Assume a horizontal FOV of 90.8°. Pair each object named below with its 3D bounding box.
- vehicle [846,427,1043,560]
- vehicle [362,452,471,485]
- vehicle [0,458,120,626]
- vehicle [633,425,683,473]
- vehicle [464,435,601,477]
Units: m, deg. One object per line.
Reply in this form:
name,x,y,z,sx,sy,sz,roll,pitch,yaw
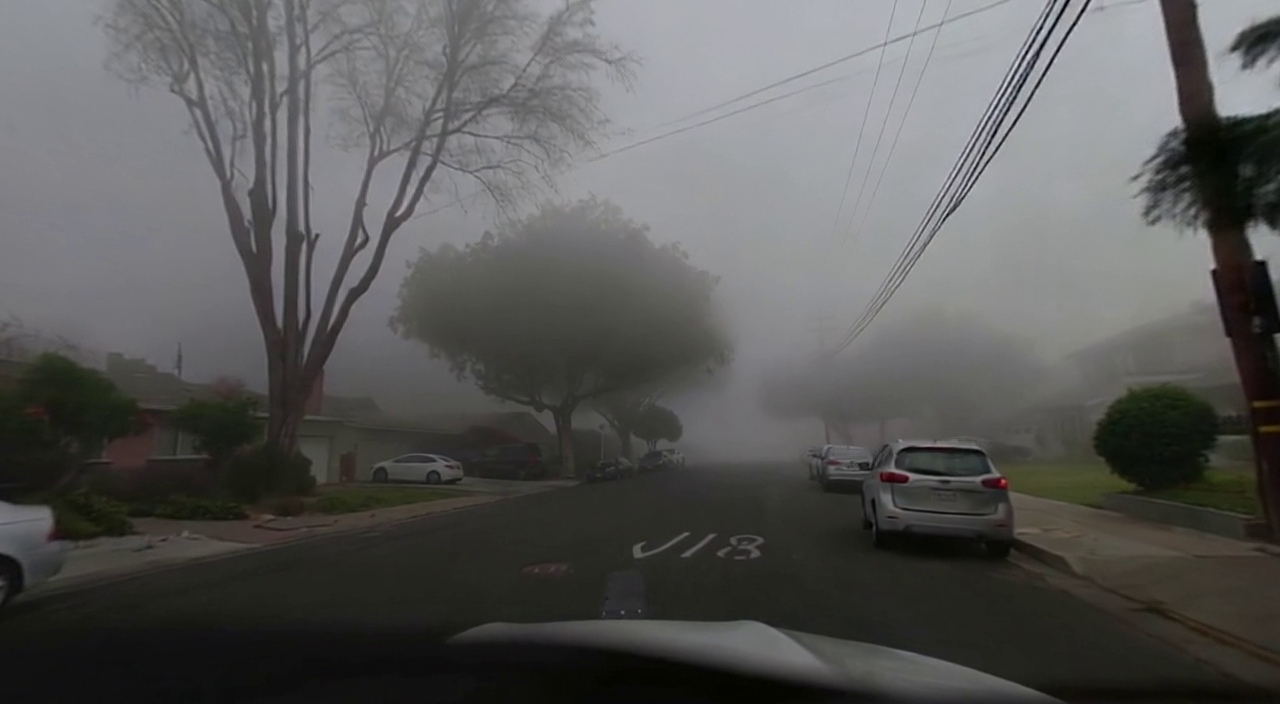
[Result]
vehicle,4.203,1.942,9.304,1.908,1.572,3.105,-2,-9,13
vehicle,-10.362,5.386,29.443,4.481,1.420,1.712,-2,-9,10
vehicle,-6.971,1.556,4.611,1.968,1.449,4.502,-2,-9,14
vehicle,1.282,6.414,41.855,2.199,2.902,5.848,-2,-9,12
vehicle,-5.488,5.342,32.577,6.488,2.009,2.354,-2,-9,13
